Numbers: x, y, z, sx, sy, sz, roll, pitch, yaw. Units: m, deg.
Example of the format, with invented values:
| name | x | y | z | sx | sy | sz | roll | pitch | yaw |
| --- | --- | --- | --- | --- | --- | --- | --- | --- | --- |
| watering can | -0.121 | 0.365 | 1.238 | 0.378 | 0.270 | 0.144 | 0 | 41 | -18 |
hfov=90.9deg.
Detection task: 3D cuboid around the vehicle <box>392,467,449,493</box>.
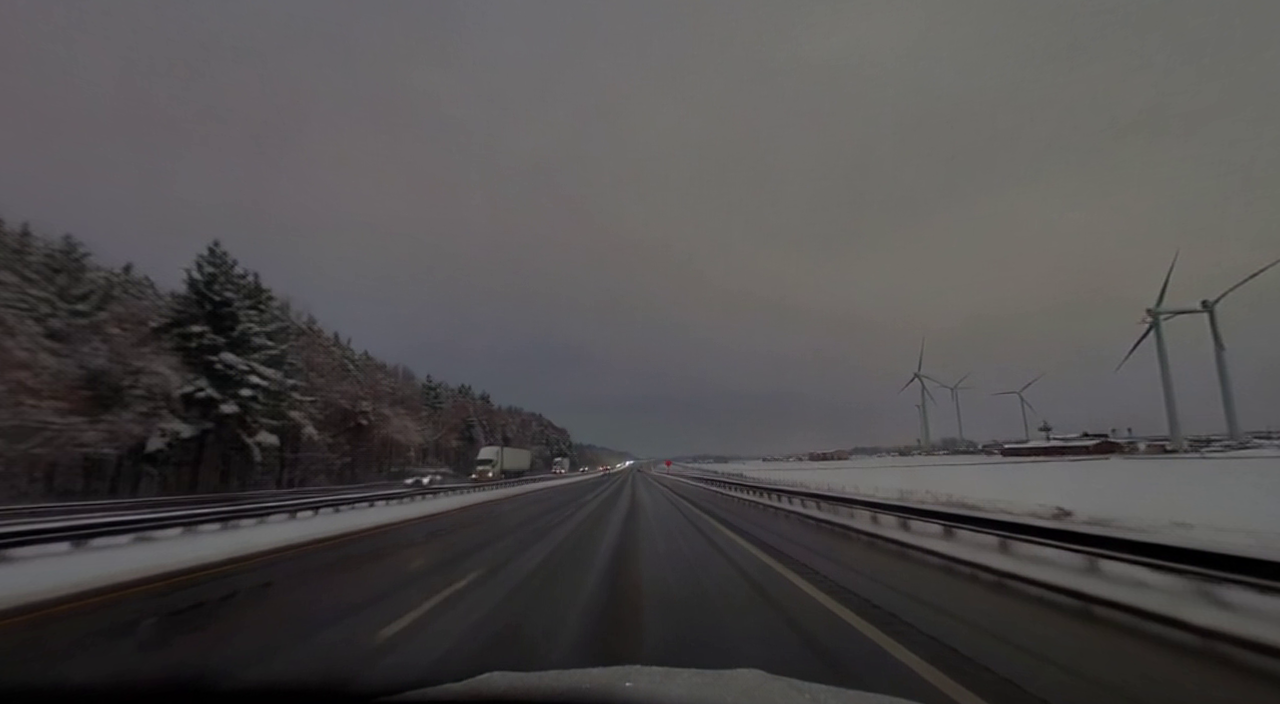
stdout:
| name | x | y | z | sx | sy | sz | roll | pitch | yaw |
| --- | --- | --- | --- | --- | --- | --- | --- | --- | --- |
| vehicle | -13.701 | 7.990 | 39.514 | 2.012 | 1.514 | 4.190 | 1 | -10 | 0 |
